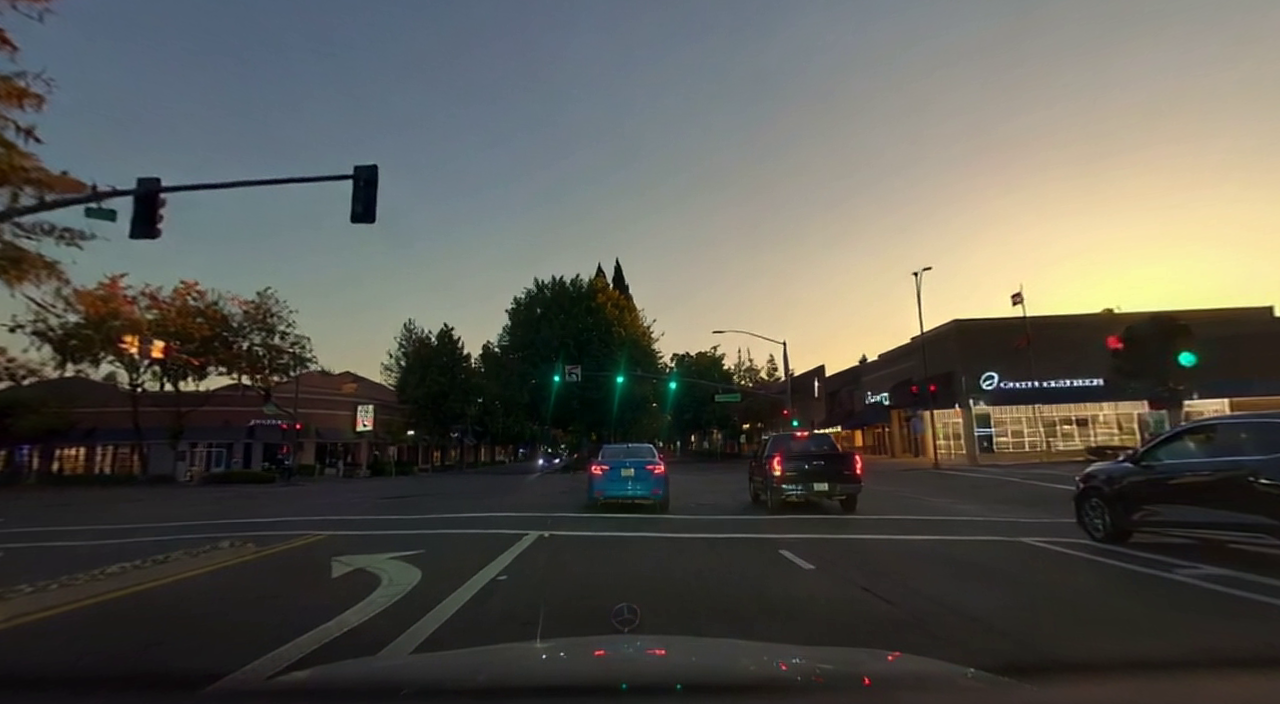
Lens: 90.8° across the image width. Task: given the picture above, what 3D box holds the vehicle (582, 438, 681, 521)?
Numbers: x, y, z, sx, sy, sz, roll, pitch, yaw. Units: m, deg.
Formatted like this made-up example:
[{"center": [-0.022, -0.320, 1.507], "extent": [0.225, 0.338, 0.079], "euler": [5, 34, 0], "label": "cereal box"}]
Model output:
[{"center": [-0.246, 2.892, 14.900], "extent": [2.037, 1.674, 3.693], "euler": [0, -8, -2], "label": "vehicle"}]

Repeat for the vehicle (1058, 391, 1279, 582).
[{"center": [7.629, 1.422, 6.820], "extent": [2.240, 1.923, 5.678], "euler": [0, -8, -1], "label": "vehicle"}]

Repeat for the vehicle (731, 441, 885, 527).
[{"center": [3.427, 2.780, 13.970], "extent": [1.955, 1.550, 4.587], "euler": [0, -8, -3], "label": "vehicle"}]
